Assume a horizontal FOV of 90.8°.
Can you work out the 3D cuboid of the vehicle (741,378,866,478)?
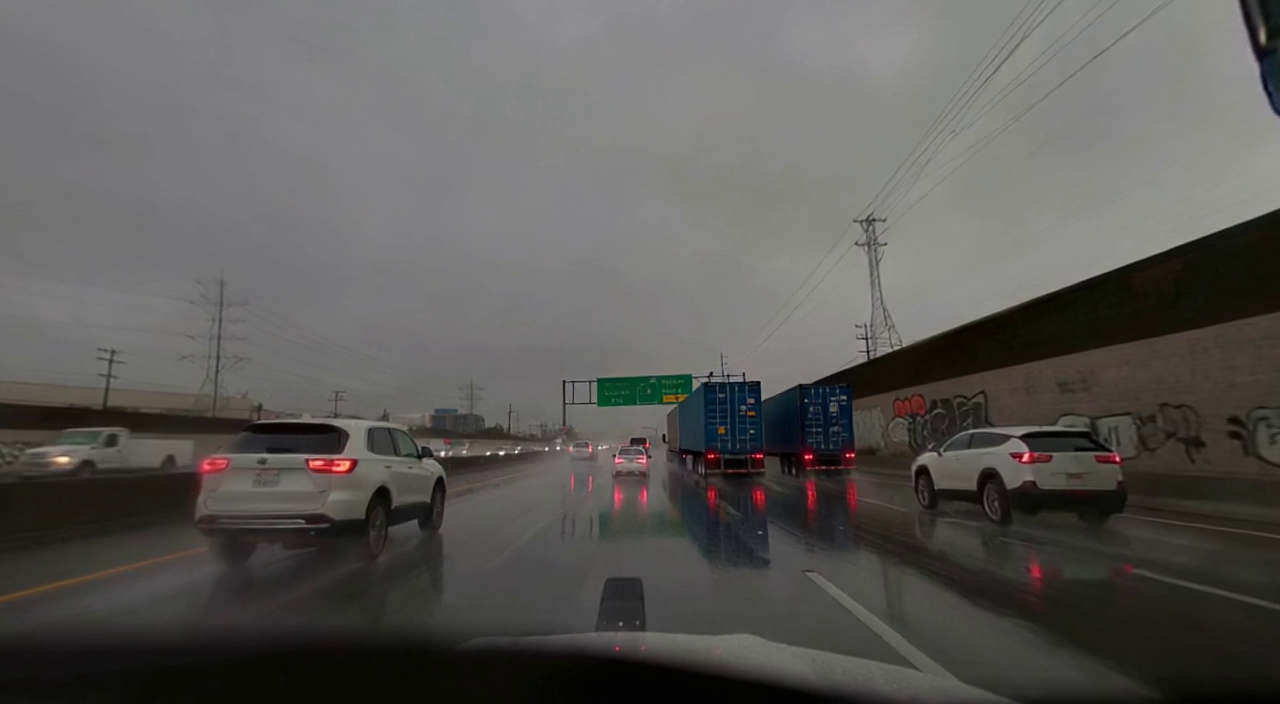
[{"bbox_3d":[7.663,4.046,32.097,2.868,4.017,12.827,0,-9,0],"label":"vehicle"}]

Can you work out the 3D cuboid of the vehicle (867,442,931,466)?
[{"bbox_3d":[19.450,7.697,47.832,2.470,1.666,6.285,-1,-9,3],"label":"vehicle"}]

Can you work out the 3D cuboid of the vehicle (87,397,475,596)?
[{"bbox_3d":[-3.891,1.666,8.140,2.264,1.804,4.584,0,-9,0],"label":"vehicle"}]

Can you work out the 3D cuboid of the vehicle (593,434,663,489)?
[{"bbox_3d":[-0.388,3.736,21.836,2.191,1.685,4.015,0,-9,-1],"label":"vehicle"}]

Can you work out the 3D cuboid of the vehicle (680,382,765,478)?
[{"bbox_3d":[3.902,4.264,33.280,2.800,4.039,13.179,0,-9,0],"label":"vehicle"}]

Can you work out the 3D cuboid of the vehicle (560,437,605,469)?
[{"bbox_3d":[-3.484,6.267,39.193,2.243,1.820,4.473,0,-9,1],"label":"vehicle"}]

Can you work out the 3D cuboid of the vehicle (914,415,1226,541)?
[{"bbox_3d":[6.989,2.100,11.142,2.202,1.731,4.628,0,-9,0],"label":"vehicle"}]
